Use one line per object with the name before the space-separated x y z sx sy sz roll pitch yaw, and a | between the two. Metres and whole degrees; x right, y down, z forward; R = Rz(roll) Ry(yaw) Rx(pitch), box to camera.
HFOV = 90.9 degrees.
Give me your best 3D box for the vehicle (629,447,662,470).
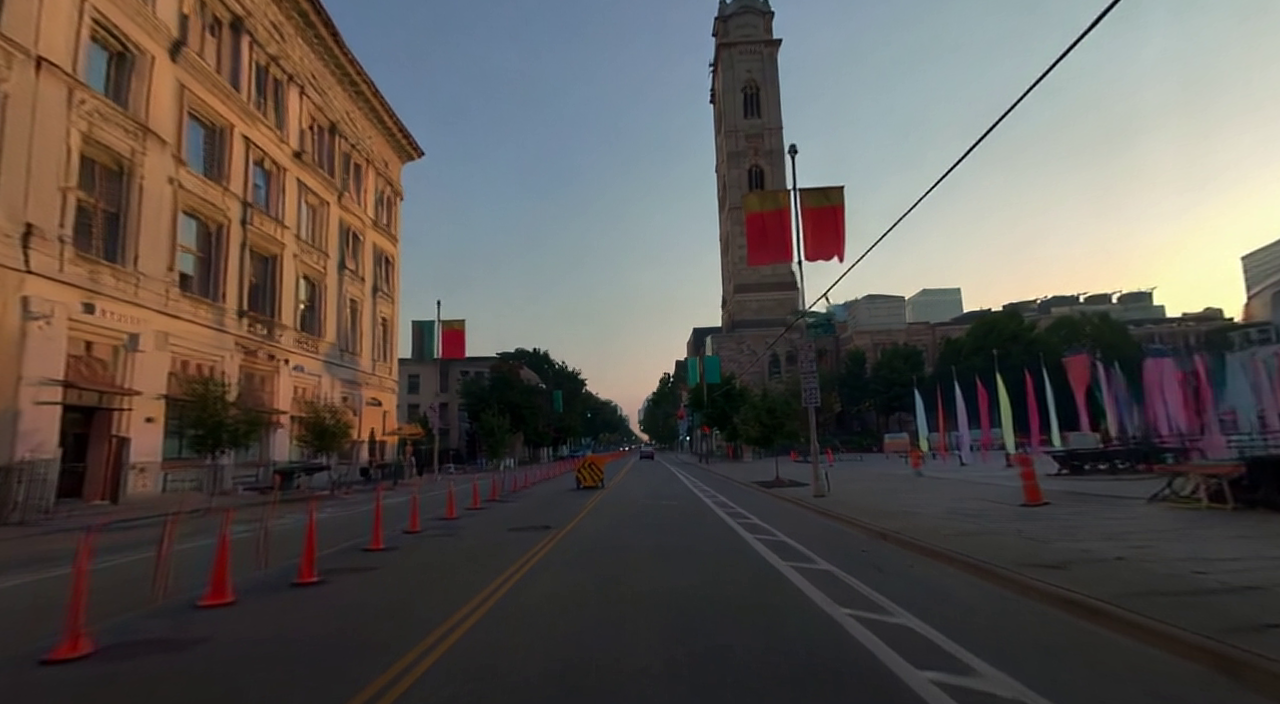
vehicle | 0.423 7.661 45.564 2.216 1.492 4.725 0 -9 1
